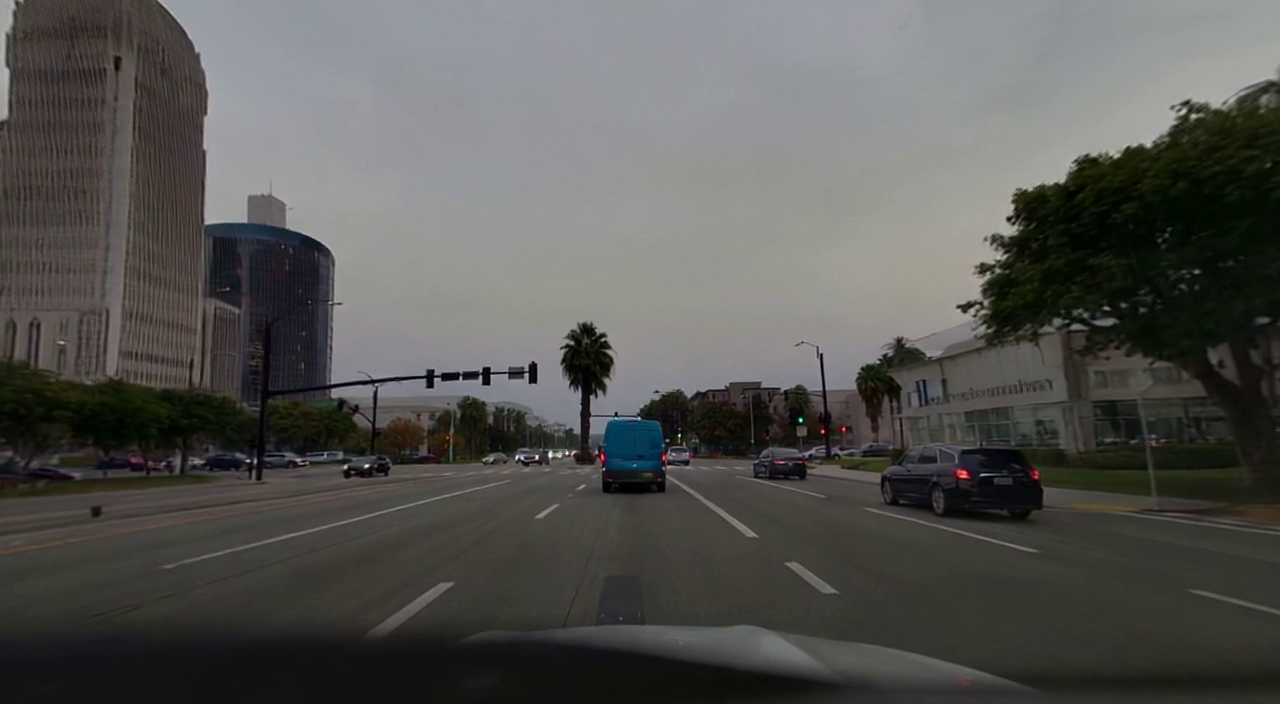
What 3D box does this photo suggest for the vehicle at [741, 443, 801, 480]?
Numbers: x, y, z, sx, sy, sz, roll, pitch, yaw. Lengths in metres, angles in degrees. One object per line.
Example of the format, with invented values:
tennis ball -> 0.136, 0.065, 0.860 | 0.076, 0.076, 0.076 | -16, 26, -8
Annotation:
vehicle -> 6.508, 5.497, 31.916 | 1.931, 1.692, 4.267 | 0, -9, -2

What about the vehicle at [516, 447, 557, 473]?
vehicle -> -6.953, 7.275, 42.777 | 2.109, 1.653, 4.681 | 0, -9, -2

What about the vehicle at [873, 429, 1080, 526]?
vehicle -> 7.130, 2.686, 14.097 | 2.023, 1.771, 4.488 | 0, -9, -2

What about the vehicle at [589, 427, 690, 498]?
vehicle -> -0.103, 3.546, 20.687 | 2.848, 1.991, 5.706 | 0, -9, -2

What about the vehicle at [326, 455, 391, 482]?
vehicle -> -16.845, 6.969, 38.037 | 1.953, 1.480, 4.632 | 0, -9, -3
